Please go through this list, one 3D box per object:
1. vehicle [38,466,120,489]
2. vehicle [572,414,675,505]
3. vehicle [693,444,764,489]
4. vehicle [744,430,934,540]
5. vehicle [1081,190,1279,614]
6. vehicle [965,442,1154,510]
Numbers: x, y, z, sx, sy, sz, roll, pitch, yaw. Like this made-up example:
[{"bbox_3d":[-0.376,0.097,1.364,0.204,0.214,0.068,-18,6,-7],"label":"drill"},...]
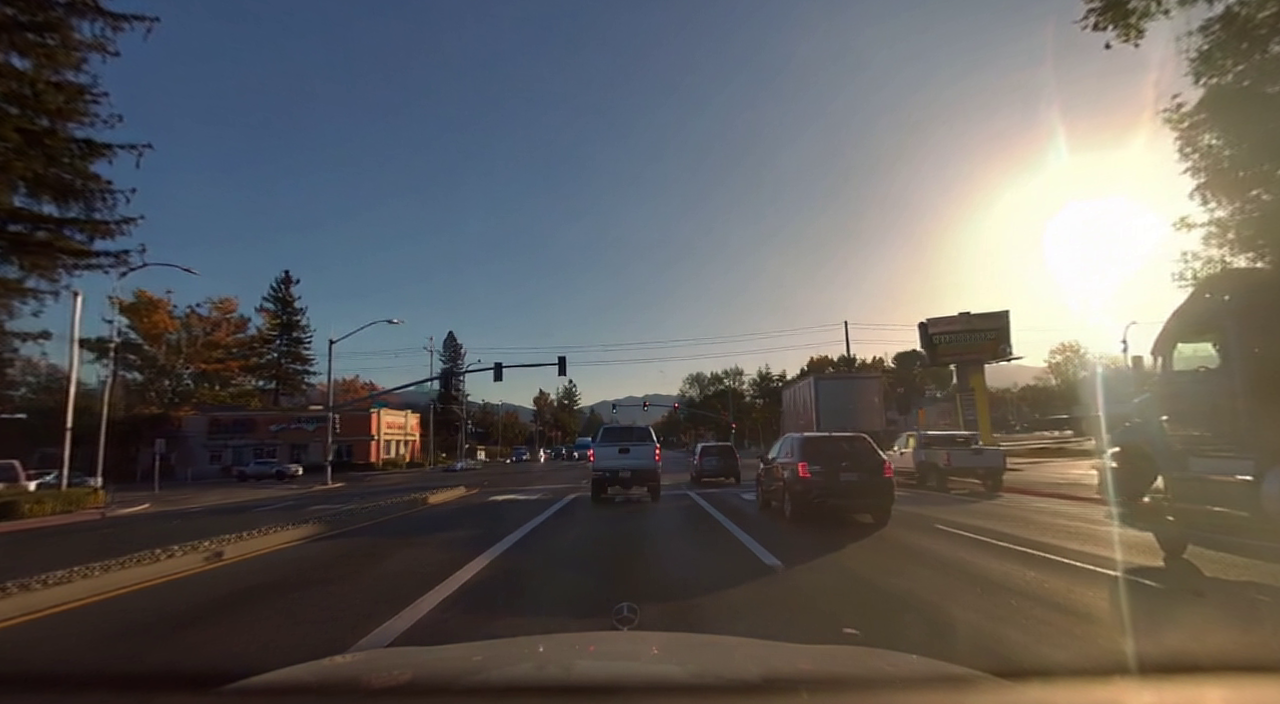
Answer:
[{"bbox_3d":[-38.150,8.514,43.002,4.150,1.474,1.826,-2,-10,9],"label":"vehicle"},{"bbox_3d":[-0.433,3.007,18.004,2.499,2.183,5.111,0,-9,-1],"label":"vehicle"},{"bbox_3d":[3.144,4.162,23.363,1.922,1.483,4.436,0,-9,-1],"label":"vehicle"},{"bbox_3d":[3.335,2.331,11.822,1.905,1.587,4.998,0,-9,0],"label":"vehicle"},{"bbox_3d":[6.474,0.138,3.339,2.802,3.322,7.429,0,-9,0],"label":"vehicle"},{"bbox_3d":[10.413,3.079,16.184,1.768,1.472,4.350,0,-9,-1],"label":"vehicle"}]
